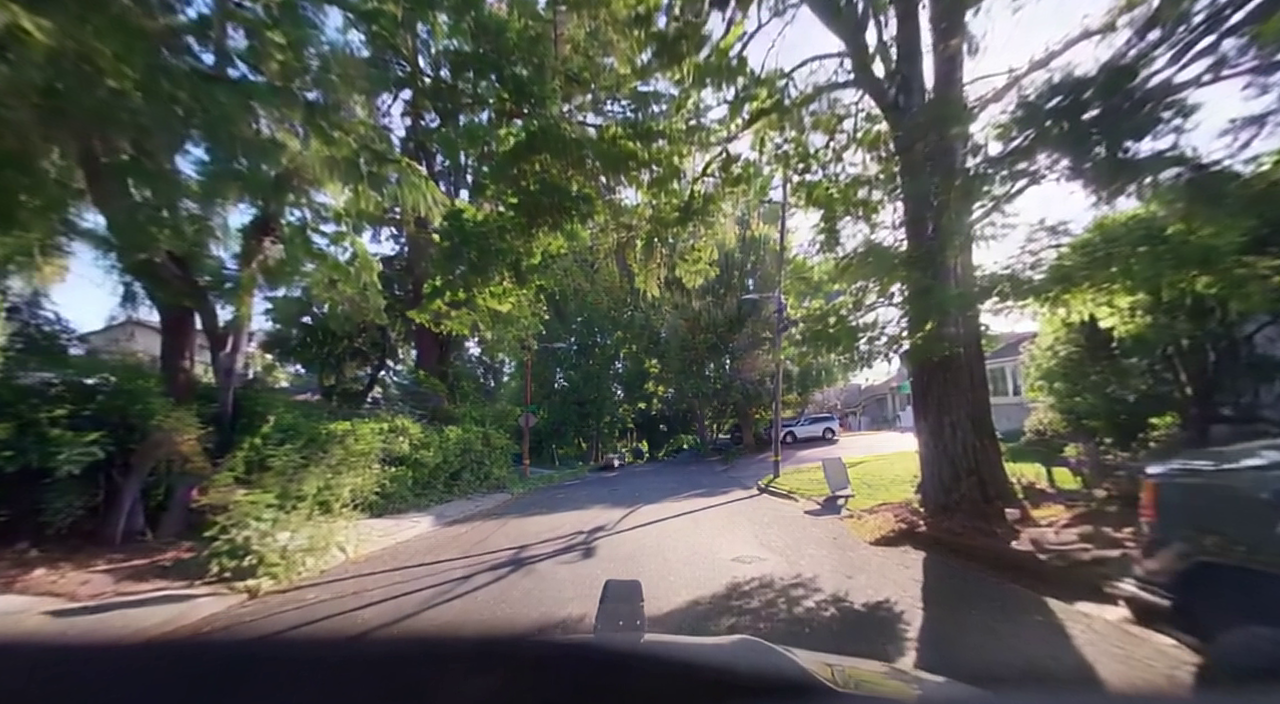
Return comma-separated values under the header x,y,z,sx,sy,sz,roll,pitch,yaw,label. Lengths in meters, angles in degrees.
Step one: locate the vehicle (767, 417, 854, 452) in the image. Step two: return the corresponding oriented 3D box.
x,y,z,sx,sy,sz,roll,pitch,yaw,label
10.303,5.042,38.299,4.780,1.984,1.896,4,-9,-19,vehicle
